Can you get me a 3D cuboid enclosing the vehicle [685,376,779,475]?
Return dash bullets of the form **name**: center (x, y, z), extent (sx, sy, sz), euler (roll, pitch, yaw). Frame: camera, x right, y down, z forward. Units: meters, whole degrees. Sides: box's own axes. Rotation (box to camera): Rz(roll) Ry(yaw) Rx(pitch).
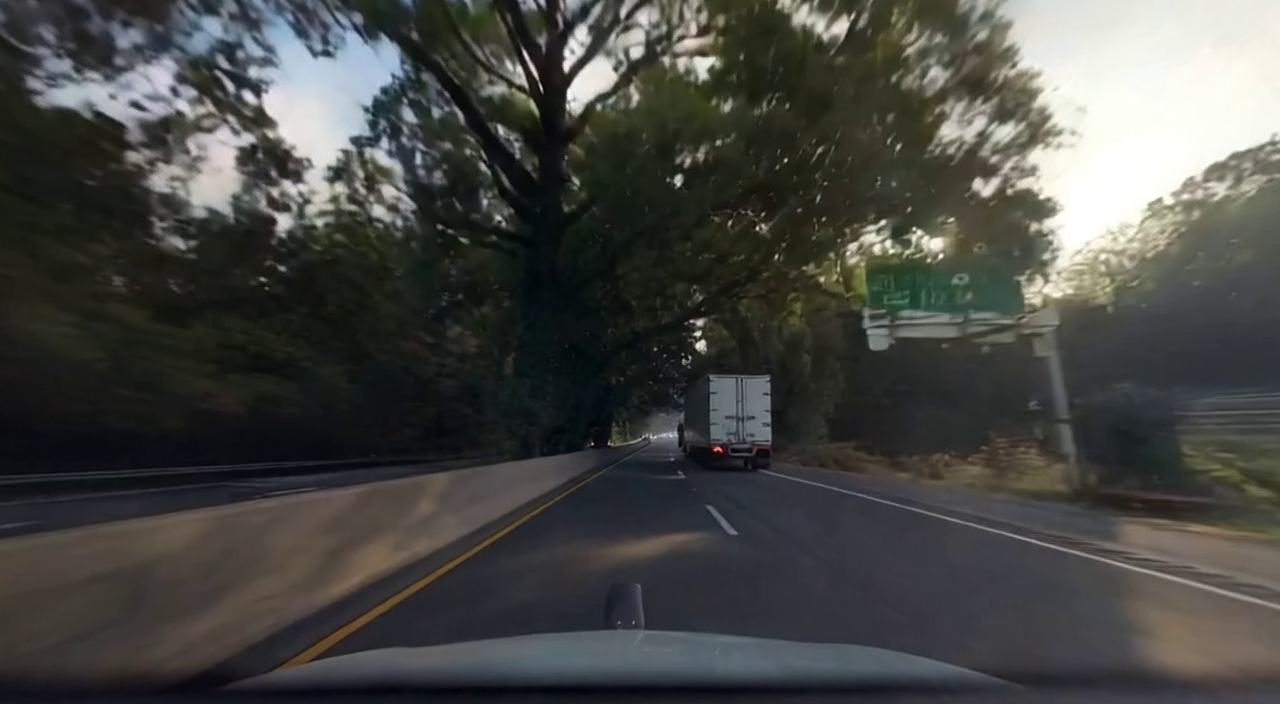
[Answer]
- **vehicle**: center (4.244, 3.951, 32.593), extent (2.917, 3.995, 13.574), euler (-1, -8, 1)
